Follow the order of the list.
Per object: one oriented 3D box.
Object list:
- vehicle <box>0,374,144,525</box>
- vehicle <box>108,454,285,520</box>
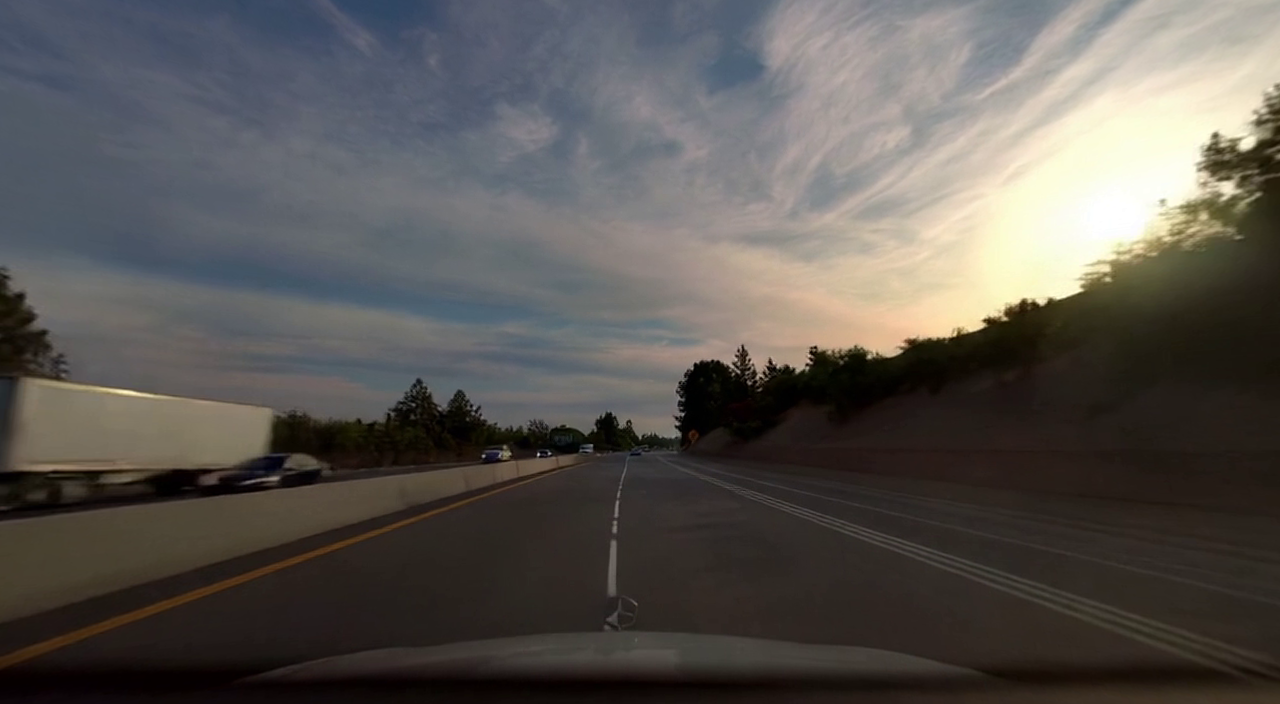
[{"bbox_3d":[-15.448,2.209,14.113,2.732,3.283,7.013,0,-9,-1],"label":"vehicle"},{"bbox_3d":[-11.833,3.583,17.154,1.900,1.506,4.067,0,-9,-1],"label":"vehicle"}]
